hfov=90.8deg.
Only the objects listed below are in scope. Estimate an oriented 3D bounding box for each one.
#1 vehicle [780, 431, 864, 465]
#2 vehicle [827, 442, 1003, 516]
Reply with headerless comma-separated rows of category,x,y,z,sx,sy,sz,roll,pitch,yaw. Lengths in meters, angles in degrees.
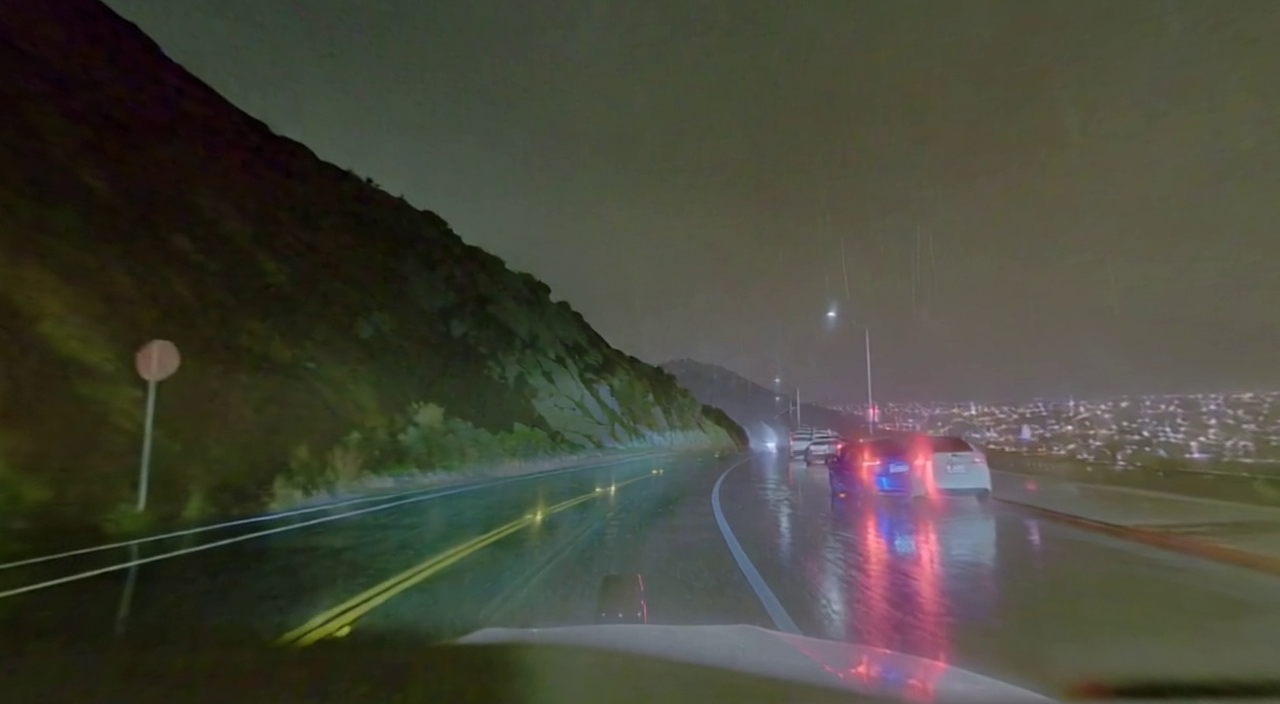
vehicle,11.229,5.884,38.803,5.214,1.905,2.077,5,-10,-34
vehicle,7.332,3.238,16.640,4.963,1.585,2.155,7,-10,-38
